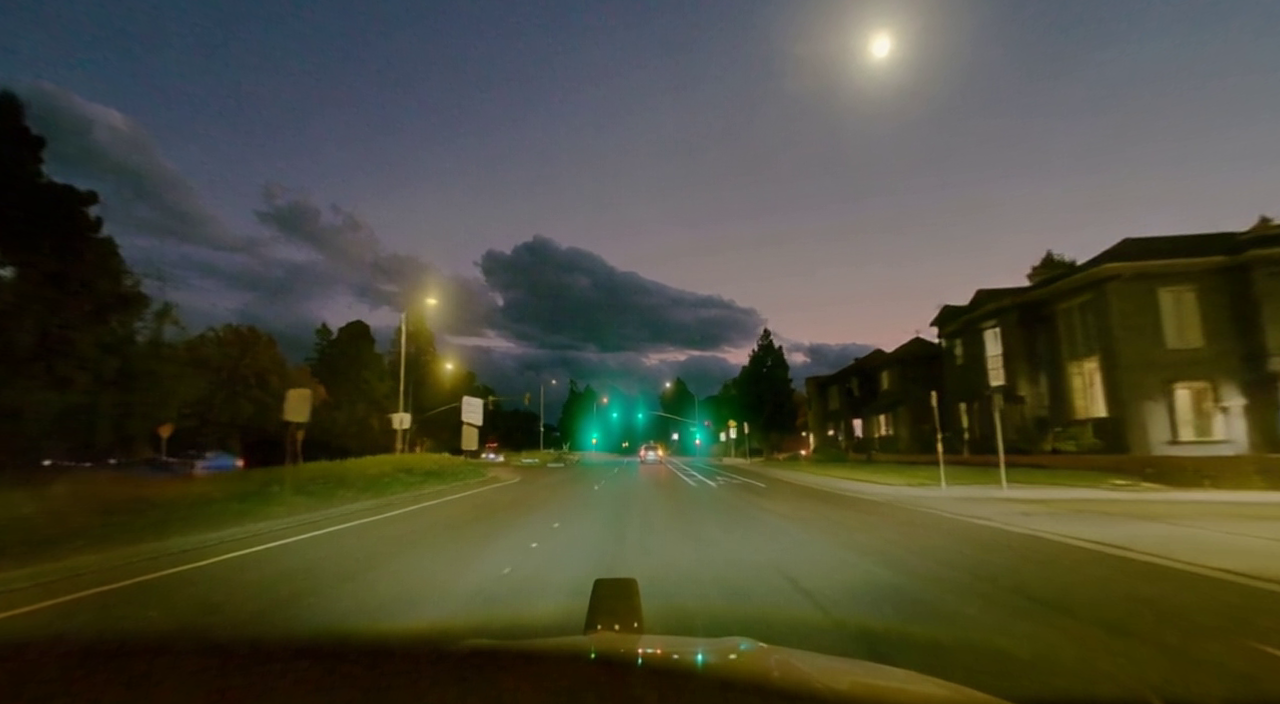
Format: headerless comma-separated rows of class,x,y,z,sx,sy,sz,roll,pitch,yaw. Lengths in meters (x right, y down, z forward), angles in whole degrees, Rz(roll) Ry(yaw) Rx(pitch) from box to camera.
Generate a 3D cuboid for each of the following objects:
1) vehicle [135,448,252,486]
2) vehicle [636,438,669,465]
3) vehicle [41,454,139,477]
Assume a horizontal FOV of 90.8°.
vehicle,-19.454,4.989,27.797,1.950,1.493,4.351,0,-8,0
vehicle,0.884,7.399,47.058,2.273,1.851,5.075,0,-8,-1
vehicle,-35.279,7.270,40.643,1.779,1.357,4.291,-3,-9,23
